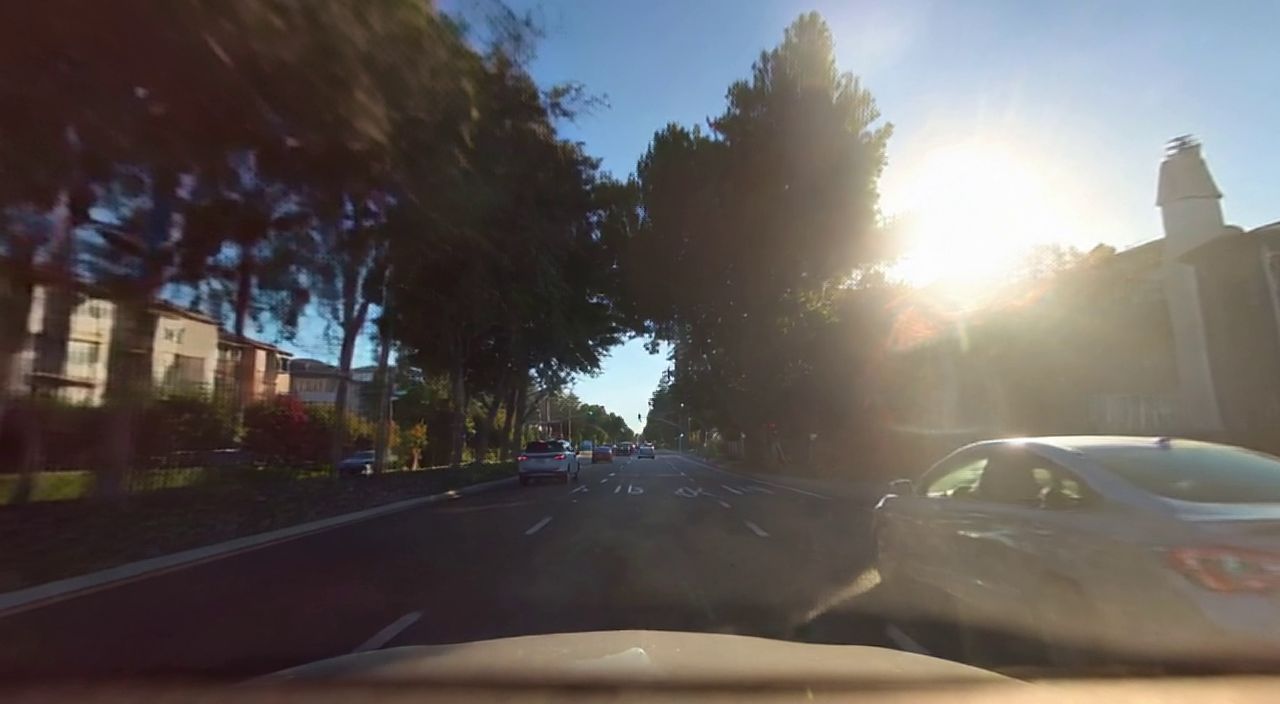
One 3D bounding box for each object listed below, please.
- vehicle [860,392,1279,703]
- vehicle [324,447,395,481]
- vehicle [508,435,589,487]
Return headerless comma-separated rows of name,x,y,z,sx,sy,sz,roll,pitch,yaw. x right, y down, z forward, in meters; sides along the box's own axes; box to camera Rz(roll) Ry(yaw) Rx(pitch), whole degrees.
vehicle,3.265,1.231,4.392,1.945,1.530,4.320,0,-9,1
vehicle,-17.548,6.994,39.798,2.194,1.973,4.870,0,-9,0
vehicle,-3.461,4.229,24.851,2.216,1.828,4.886,0,-9,3
